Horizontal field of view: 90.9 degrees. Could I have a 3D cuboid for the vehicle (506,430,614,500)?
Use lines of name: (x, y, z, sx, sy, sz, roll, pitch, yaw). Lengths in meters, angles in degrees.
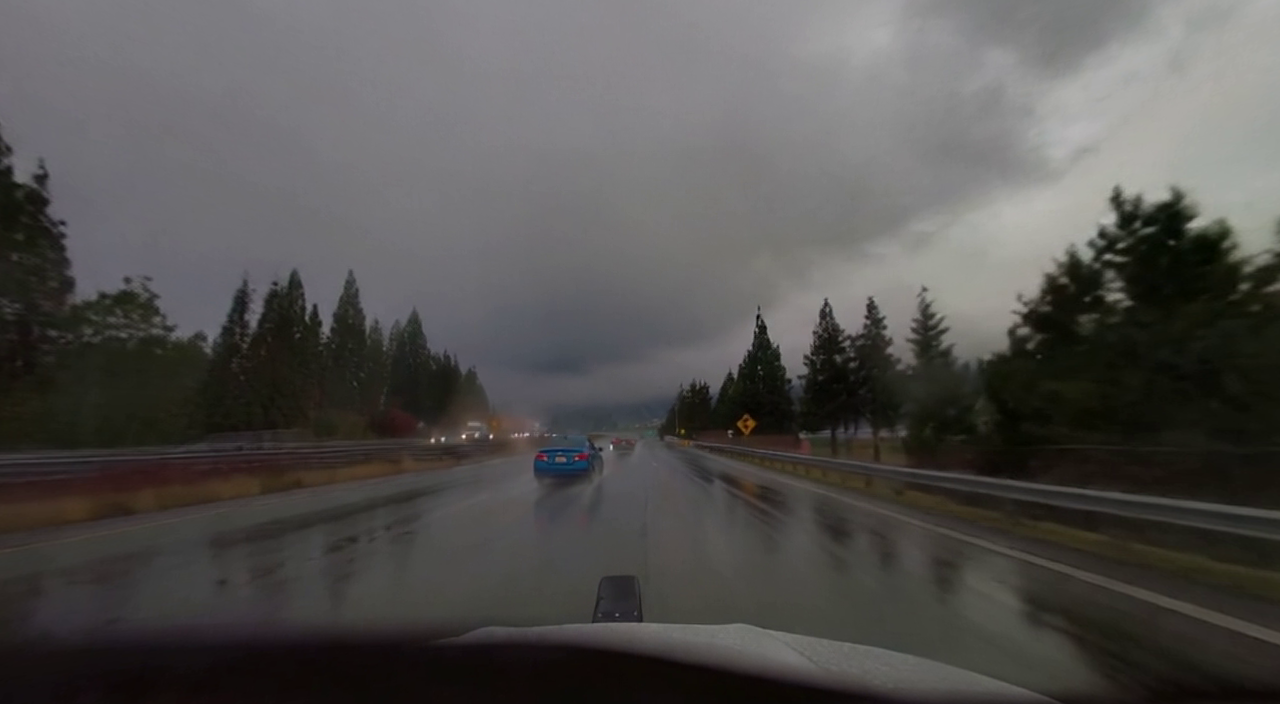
vehicle: (-1.778, 2.674, 15.419, 1.977, 1.443, 4.225, 0, -8, 2)
